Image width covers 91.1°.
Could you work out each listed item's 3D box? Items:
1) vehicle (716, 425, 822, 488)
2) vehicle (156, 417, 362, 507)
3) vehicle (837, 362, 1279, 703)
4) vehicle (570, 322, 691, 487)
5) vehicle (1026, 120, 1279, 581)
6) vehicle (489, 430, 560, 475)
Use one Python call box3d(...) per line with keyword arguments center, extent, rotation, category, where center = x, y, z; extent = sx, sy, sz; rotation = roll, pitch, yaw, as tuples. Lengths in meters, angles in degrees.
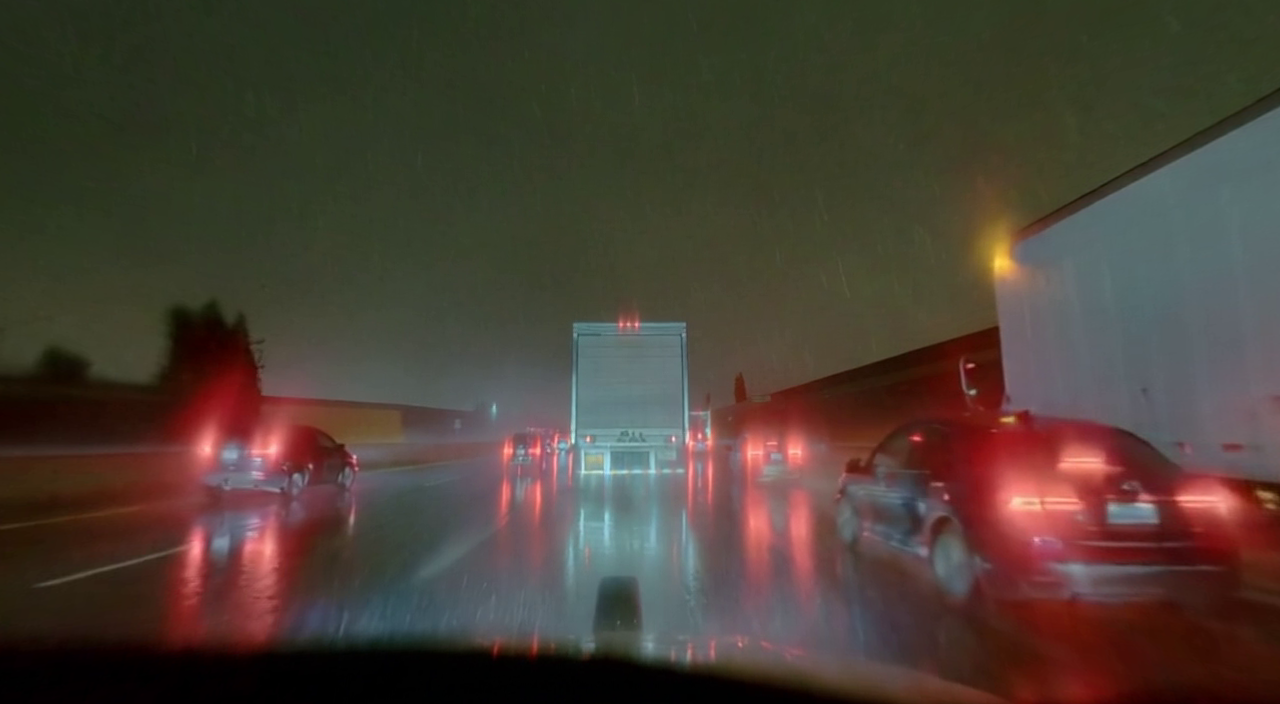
box3d(center=(3.404, 2.835, 17.487), extent=(1.945, 1.529, 4.129), rotation=(0, -8, -2), category="vehicle")
box3d(center=(-7.971, 2.313, 13.733), extent=(1.944, 1.653, 4.097), rotation=(0, -8, -1), category="vehicle")
box3d(center=(3.257, 1.109, 4.539), extent=(1.999, 1.523, 4.882), rotation=(0, -8, -1), category="vehicle")
box3d(center=(-0.421, 1.917, 20.365), extent=(2.938, 4.033, 9.980), rotation=(0, -8, -2), category="vehicle")
box3d(center=(7.207, -0.538, 1.754), extent=(2.880, 4.073, 14.510), rotation=(0, -8, -1), category="vehicle")
box3d(center=(-4.111, 3.620, 22.963), extent=(1.882, 1.493, 3.828), rotation=(0, -8, 0), category="vehicle")
